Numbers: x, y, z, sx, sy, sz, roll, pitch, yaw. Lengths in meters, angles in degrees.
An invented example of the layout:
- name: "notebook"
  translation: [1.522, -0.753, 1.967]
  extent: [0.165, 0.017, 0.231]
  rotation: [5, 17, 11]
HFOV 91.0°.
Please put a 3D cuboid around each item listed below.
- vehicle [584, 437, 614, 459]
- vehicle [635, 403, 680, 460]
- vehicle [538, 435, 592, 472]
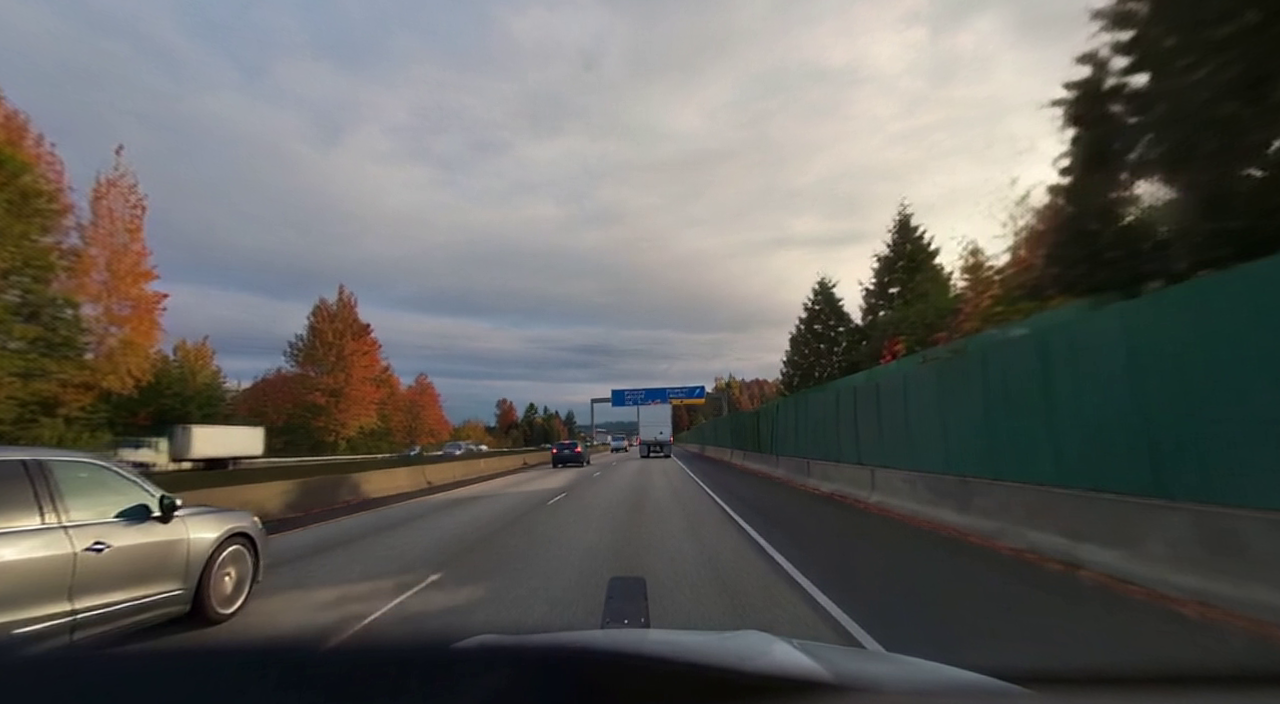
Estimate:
- name: "vehicle"
  translation: [-3.015, 7.151, 46.854]
  extent: [1.962, 1.575, 4.158]
  rotation: [0, -8, 0]
- name: "vehicle"
  translation: [1.244, 5.970, 46.504]
  extent: [2.933, 3.701, 10.425]
  rotation: [0, -8, 1]
- name: "vehicle"
  translation: [-3.387, 4.653, 29.046]
  extent: [1.927, 1.556, 3.921]
  rotation: [0, -8, 1]
